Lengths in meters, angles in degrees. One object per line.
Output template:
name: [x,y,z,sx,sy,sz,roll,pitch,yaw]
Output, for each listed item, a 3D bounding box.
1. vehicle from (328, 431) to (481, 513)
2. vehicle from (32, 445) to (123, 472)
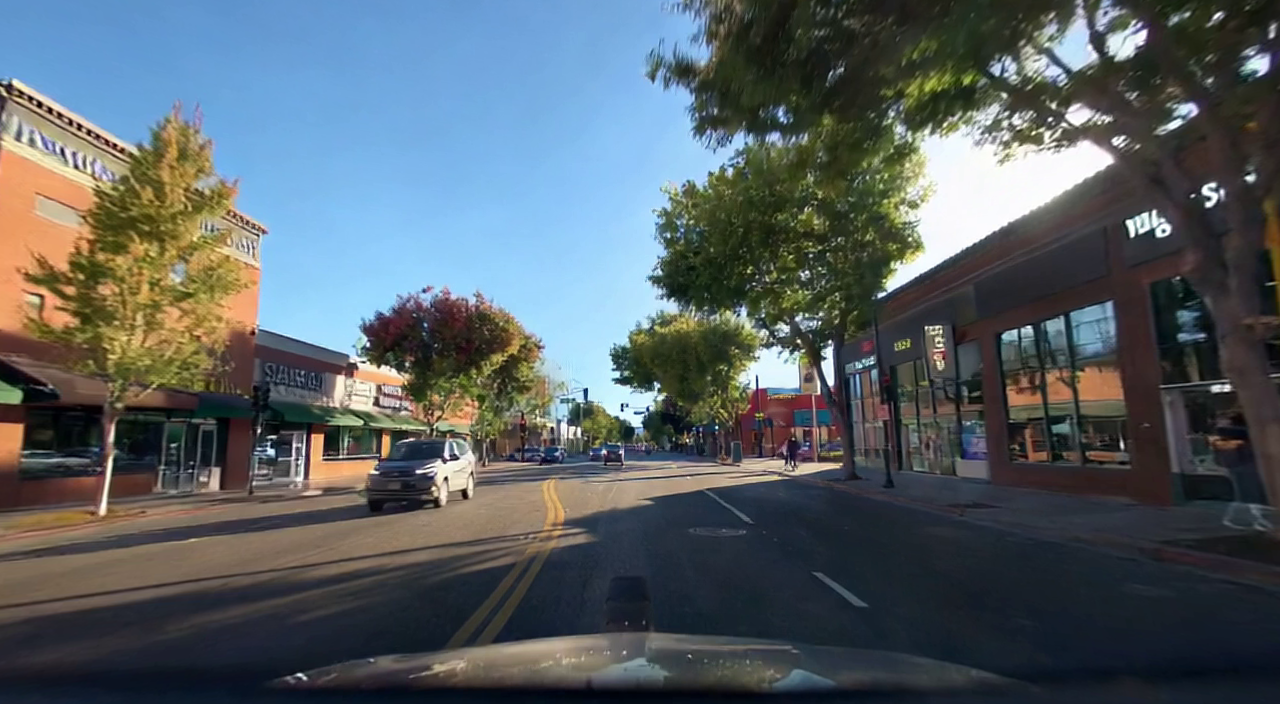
vehicle: [-5.580,2.882,15.691,2.055,1.714,4.374,0,-8,1]
vehicle: [-37.772,7.156,42.391,4.267,1.730,1.934,0,-8,1]
